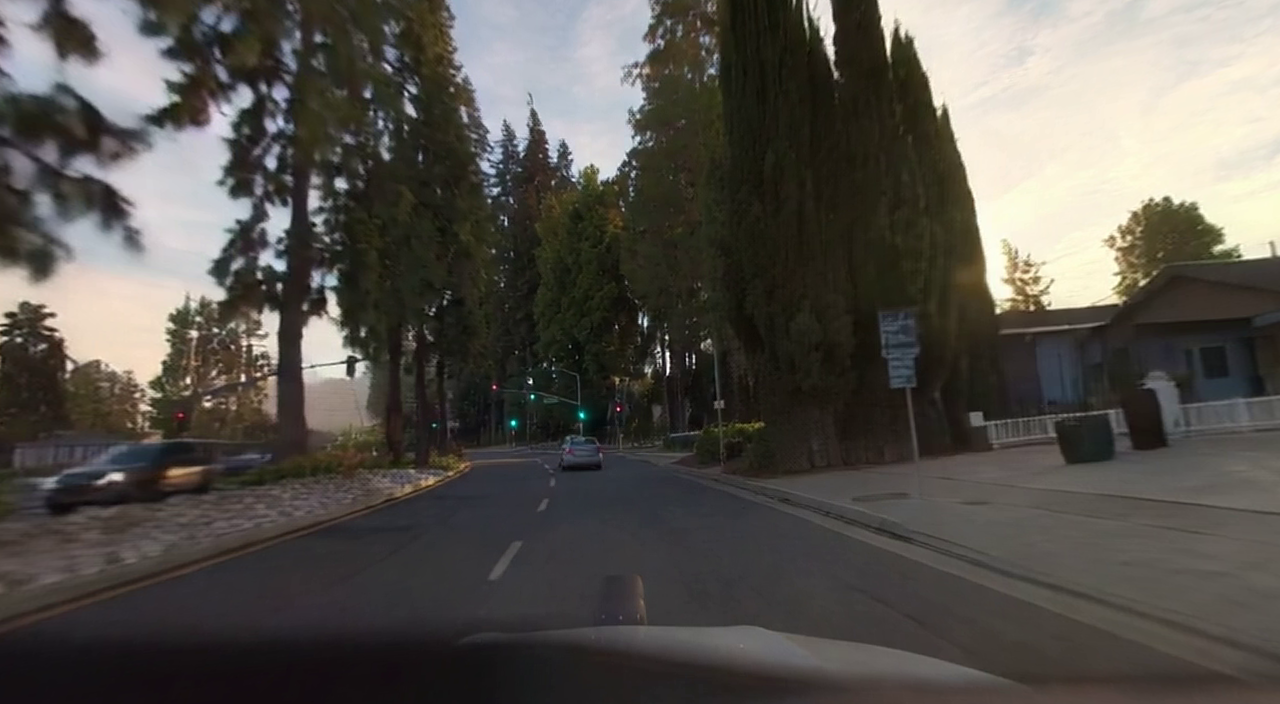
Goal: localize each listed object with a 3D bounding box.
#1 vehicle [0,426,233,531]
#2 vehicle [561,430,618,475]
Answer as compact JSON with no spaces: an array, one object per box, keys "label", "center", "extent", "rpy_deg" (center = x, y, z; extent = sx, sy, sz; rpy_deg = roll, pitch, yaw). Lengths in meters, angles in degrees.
[{"label":"vehicle","center":[-12.380,2.847,14.982],"extent":[2.259,1.973,5.712],"rpy_deg":[1,-8,-8]},{"label":"vehicle","center":[-2.195,4.210,26.710],"extent":[1.990,1.707,4.225],"rpy_deg":[1,-9,-10]}]
